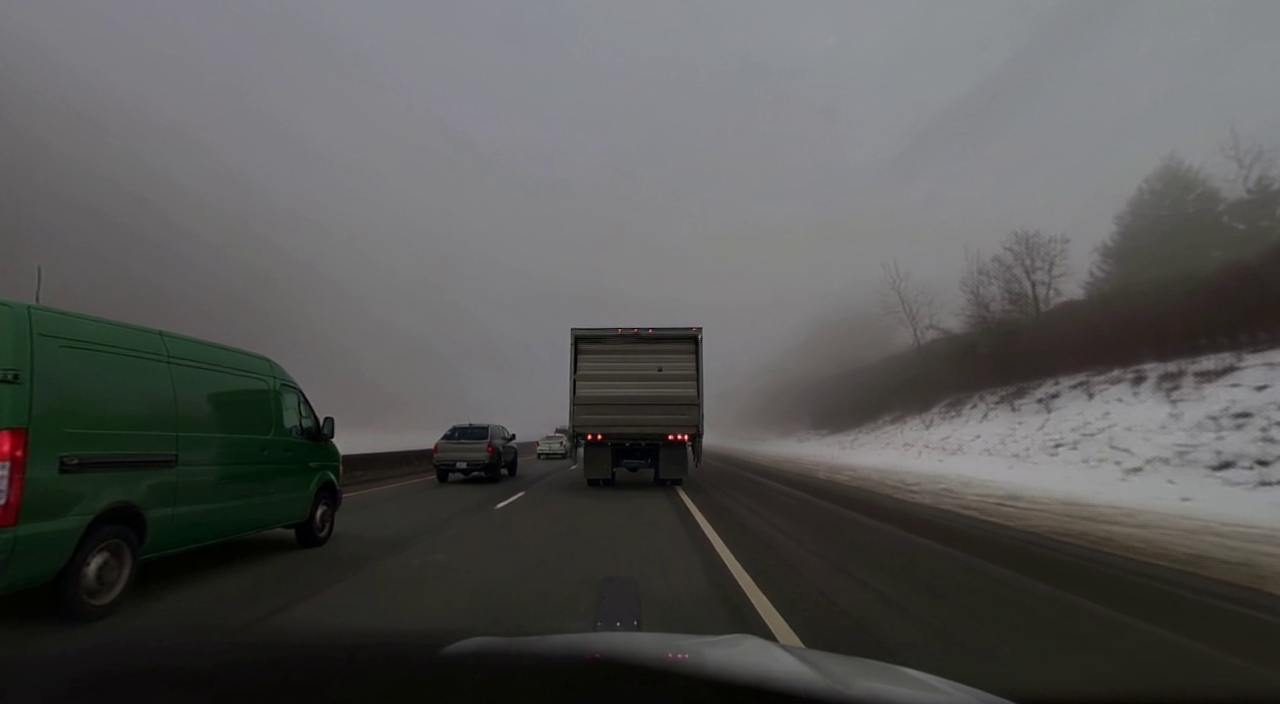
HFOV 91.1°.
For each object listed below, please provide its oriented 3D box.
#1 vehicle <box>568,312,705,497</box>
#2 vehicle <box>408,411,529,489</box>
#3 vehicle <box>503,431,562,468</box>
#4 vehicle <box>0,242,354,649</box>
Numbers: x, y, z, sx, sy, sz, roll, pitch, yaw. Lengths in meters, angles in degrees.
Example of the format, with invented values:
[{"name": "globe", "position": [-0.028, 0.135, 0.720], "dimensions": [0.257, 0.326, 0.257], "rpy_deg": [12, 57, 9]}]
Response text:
[{"name": "vehicle", "position": [-0.143, 1.779, 18.768], "dimensions": [2.953, 4.041, 10.072], "rpy_deg": [0, -8, -1]}, {"name": "vehicle", "position": [-4.876, 2.860, 18.749], "dimensions": [2.168, 1.985, 4.952], "rpy_deg": [0, -8, 0]}, {"name": "vehicle", "position": [-4.847, 4.447, 28.964], "dimensions": [1.931, 1.539, 4.441], "rpy_deg": [0, -8, 0]}, {"name": "vehicle", "position": [-5.250, 0.862, 5.989], "dimensions": [2.478, 2.515, 5.438], "rpy_deg": [0, -8, 0]}]
